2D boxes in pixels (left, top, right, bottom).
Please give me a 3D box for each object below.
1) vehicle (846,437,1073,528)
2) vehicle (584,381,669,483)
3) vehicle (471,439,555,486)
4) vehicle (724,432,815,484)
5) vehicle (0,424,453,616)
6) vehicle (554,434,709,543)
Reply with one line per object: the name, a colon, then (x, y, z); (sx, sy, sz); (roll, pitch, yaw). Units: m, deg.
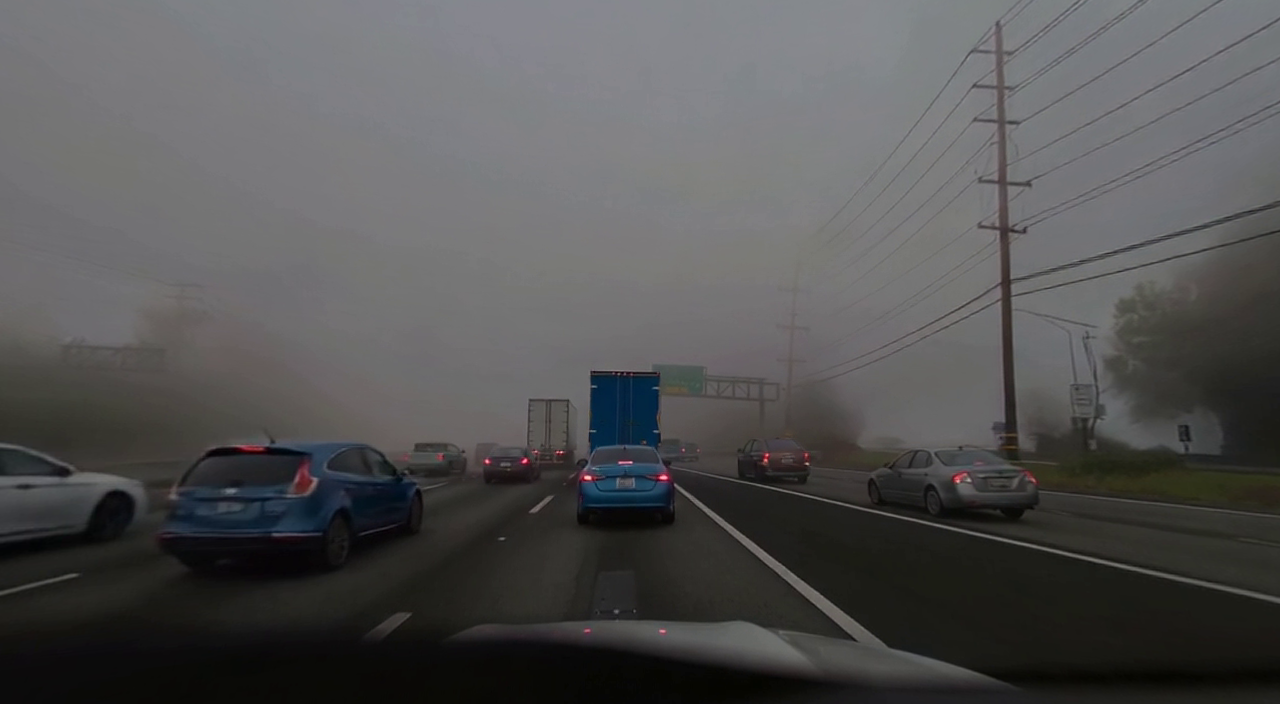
vehicle: (5.787, 2.388, 12.164); (1.878, 1.406, 4.164); (1, -9, -6)
vehicle: (-0.641, 3.380, 25.983); (2.909, 3.518, 8.262); (0, -9, -3)
vehicle: (-4.364, 3.878, 22.517); (2.090, 1.463, 4.968); (0, -9, -2)
vehicle: (4.469, 3.745, 22.541); (2.023, 1.676, 4.002); (1, -9, -6)
vehicle: (-3.964, 1.684, 7.503); (1.960, 1.450, 5.246); (0, -9, -1)
vehicle: (-0.234, 2.176, 10.715); (2.112, 1.463, 4.012); (0, -9, -4)
